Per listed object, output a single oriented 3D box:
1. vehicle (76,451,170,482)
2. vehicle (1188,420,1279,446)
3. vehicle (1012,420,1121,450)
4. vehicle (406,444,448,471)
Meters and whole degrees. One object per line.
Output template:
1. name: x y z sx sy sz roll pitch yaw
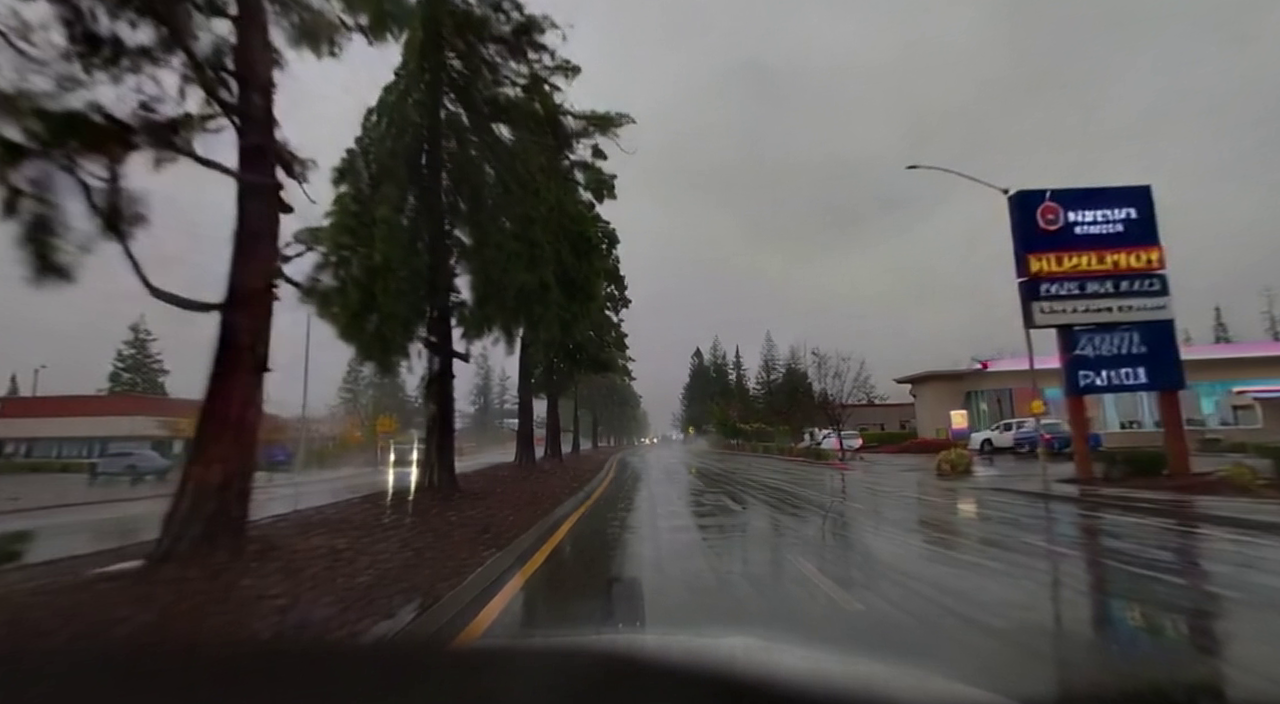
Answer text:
1. vehicle: -26.260 5.763 32.084 4.316 1.464 1.771 -4 -9 23
2. vehicle: 34.734 4.673 36.340 4.571 1.486 1.881 0 -8 0
3. vehicle: 21.935 4.301 32.631 4.171 1.492 1.999 0 -8 2
4. vehicle: -12.621 6.251 37.652 2.090 1.502 4.767 2 -9 -16
